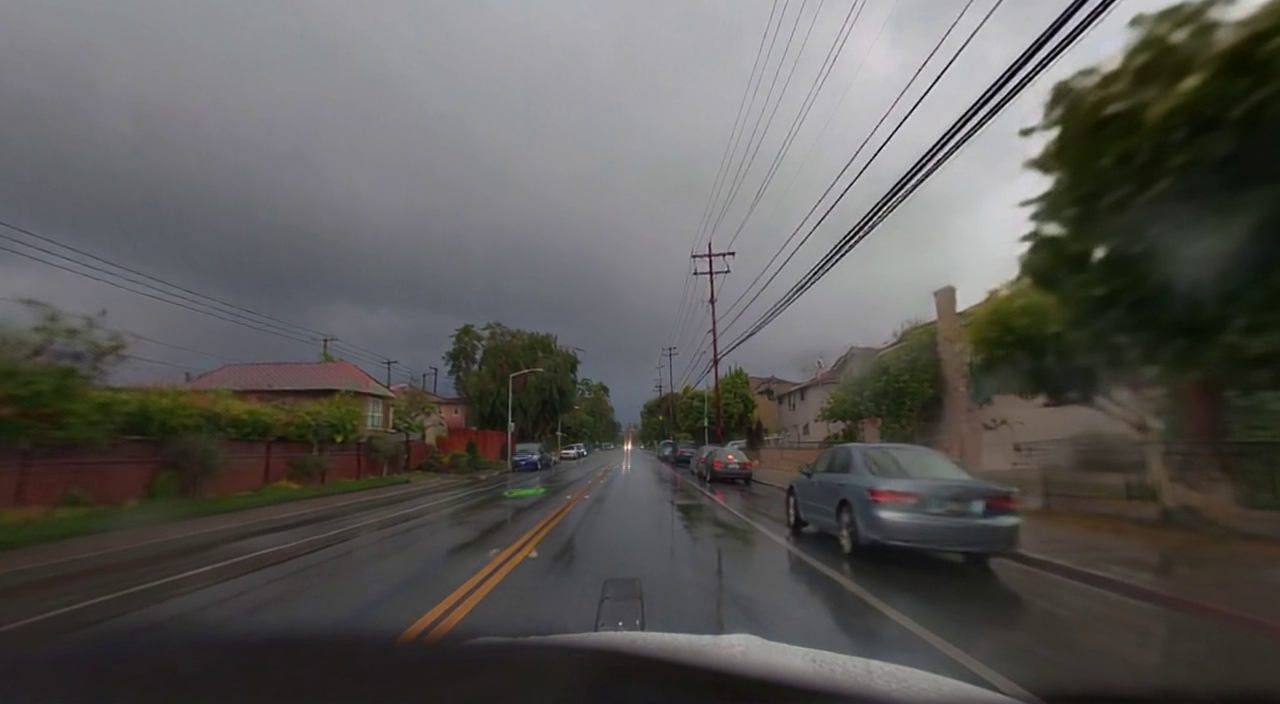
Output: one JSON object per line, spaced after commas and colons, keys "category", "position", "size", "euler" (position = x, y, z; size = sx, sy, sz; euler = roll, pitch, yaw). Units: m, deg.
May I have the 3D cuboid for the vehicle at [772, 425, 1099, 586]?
{"category": "vehicle", "position": [3.425, 1.864, 8.698], "size": [2.024, 1.554, 4.867], "euler": [0, -8, -2]}

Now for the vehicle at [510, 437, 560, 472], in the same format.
{"category": "vehicle", "position": [-6.825, 6.685, 41.592], "size": [2.451, 2.099, 5.112], "euler": [-1, -8, 0]}

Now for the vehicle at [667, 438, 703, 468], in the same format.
{"category": "vehicle", "position": [3.074, 7.026, 44.302], "size": [2.065, 1.953, 5.359], "euler": [0, -8, -1]}

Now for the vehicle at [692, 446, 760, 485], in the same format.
{"category": "vehicle", "position": [3.275, 4.408, 24.877], "size": [1.967, 1.382, 4.361], "euler": [0, -8, -1]}
